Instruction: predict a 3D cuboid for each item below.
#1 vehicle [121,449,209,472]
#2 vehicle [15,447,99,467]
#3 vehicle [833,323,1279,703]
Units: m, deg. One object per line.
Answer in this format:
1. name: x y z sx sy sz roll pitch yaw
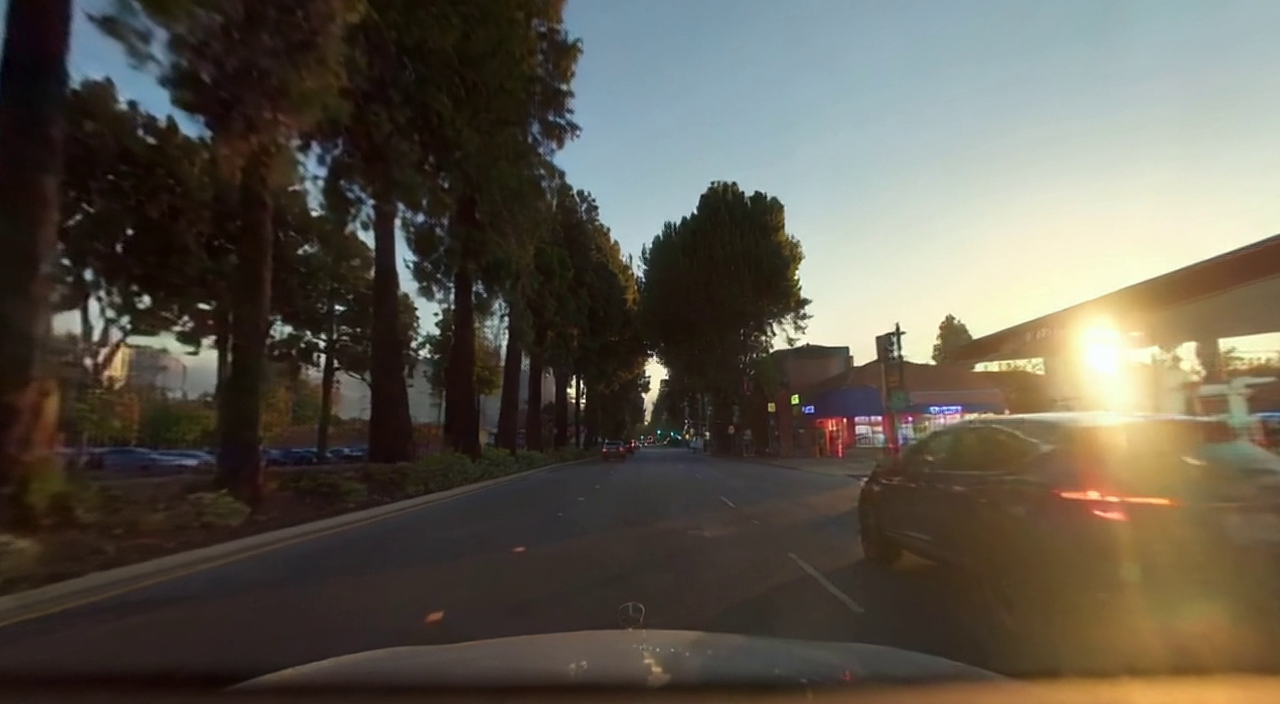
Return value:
1. vehicle: -31.293 7.147 41.621 4.275 1.411 1.968 -1 -8 3
2. vehicle: -44.193 7.934 47.820 4.315 1.478 1.931 1 -9 -2
3. vehicle: 3.375 1.094 4.981 2.151 1.771 4.792 0 -8 0
